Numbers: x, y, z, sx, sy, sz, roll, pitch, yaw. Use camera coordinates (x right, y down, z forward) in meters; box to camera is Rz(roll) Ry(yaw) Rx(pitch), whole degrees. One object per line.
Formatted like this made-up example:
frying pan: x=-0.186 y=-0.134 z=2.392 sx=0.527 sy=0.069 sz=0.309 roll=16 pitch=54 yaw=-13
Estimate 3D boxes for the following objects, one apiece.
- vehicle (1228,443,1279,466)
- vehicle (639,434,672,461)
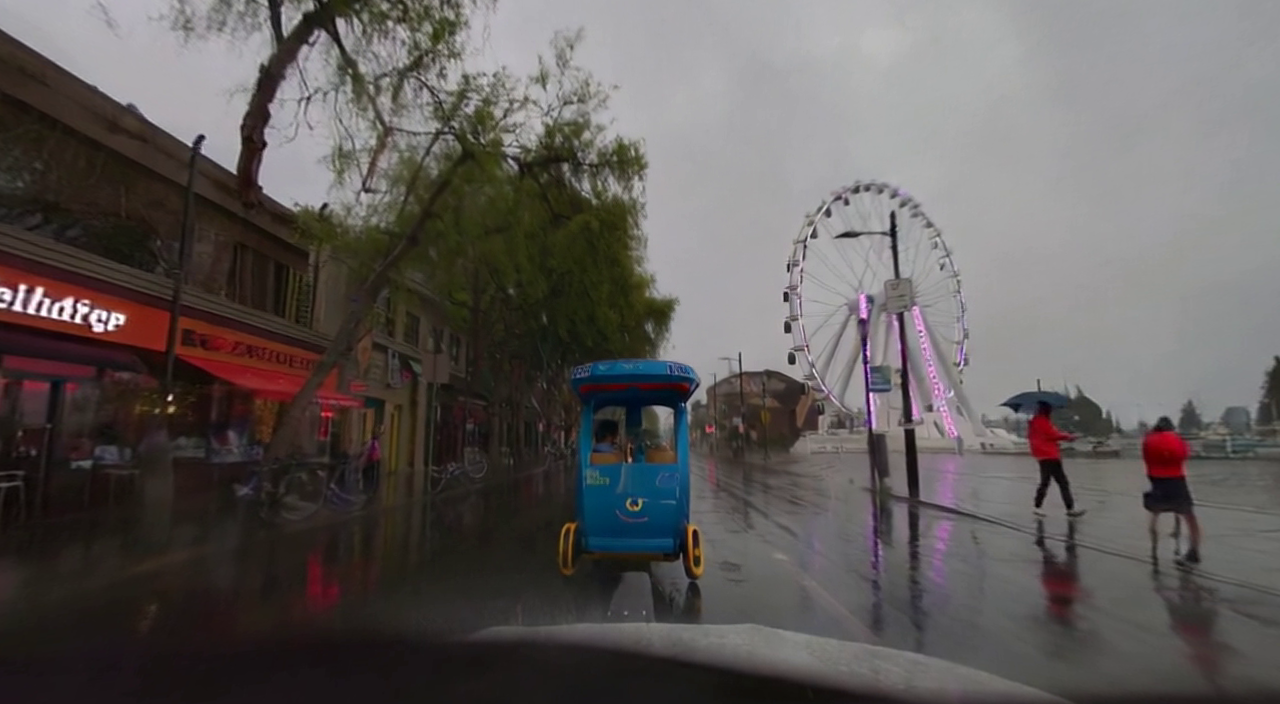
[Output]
vehicle: x=41.783 y=6.722 z=41.359 sx=4.120 sy=1.445 sz=1.893 roll=-2 pitch=-9 yaw=10
vehicle: x=1.115 y=6.736 z=44.246 sx=2.221 sy=1.773 sz=4.228 roll=-1 pitch=-9 yaw=2
